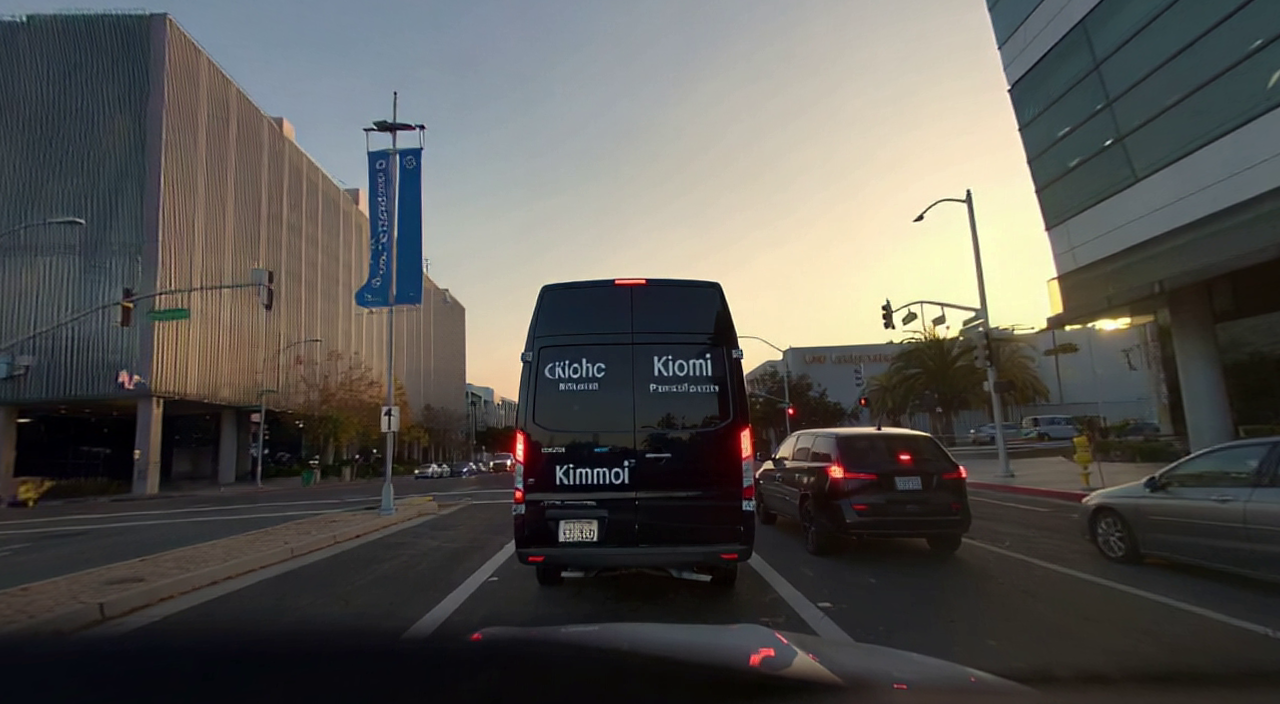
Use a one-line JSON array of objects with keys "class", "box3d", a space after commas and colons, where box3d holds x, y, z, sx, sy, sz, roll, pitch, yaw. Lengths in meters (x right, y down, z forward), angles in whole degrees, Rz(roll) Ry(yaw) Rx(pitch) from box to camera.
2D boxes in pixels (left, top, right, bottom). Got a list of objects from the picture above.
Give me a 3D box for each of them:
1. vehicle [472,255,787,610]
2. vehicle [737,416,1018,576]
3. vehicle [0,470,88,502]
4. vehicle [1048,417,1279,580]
[{"class": "vehicle", "box3d": [-0.040, 1.177, 9.095, 2.613, 3.035, 7.342, 0, -8, 1]}, {"class": "vehicle", "box3d": [2.878, 1.863, 9.037, 2.183, 1.676, 4.506, 0, -8, -1]}, {"class": "vehicle", "box3d": [-31.435, 6.765, 32.001, 4.888, 1.481, 1.873, 1, -9, -8]}, {"class": "vehicle", "box3d": [7.531, 1.582, 7.013, 1.963, 1.669, 4.678, 3, -9, -20]}]
